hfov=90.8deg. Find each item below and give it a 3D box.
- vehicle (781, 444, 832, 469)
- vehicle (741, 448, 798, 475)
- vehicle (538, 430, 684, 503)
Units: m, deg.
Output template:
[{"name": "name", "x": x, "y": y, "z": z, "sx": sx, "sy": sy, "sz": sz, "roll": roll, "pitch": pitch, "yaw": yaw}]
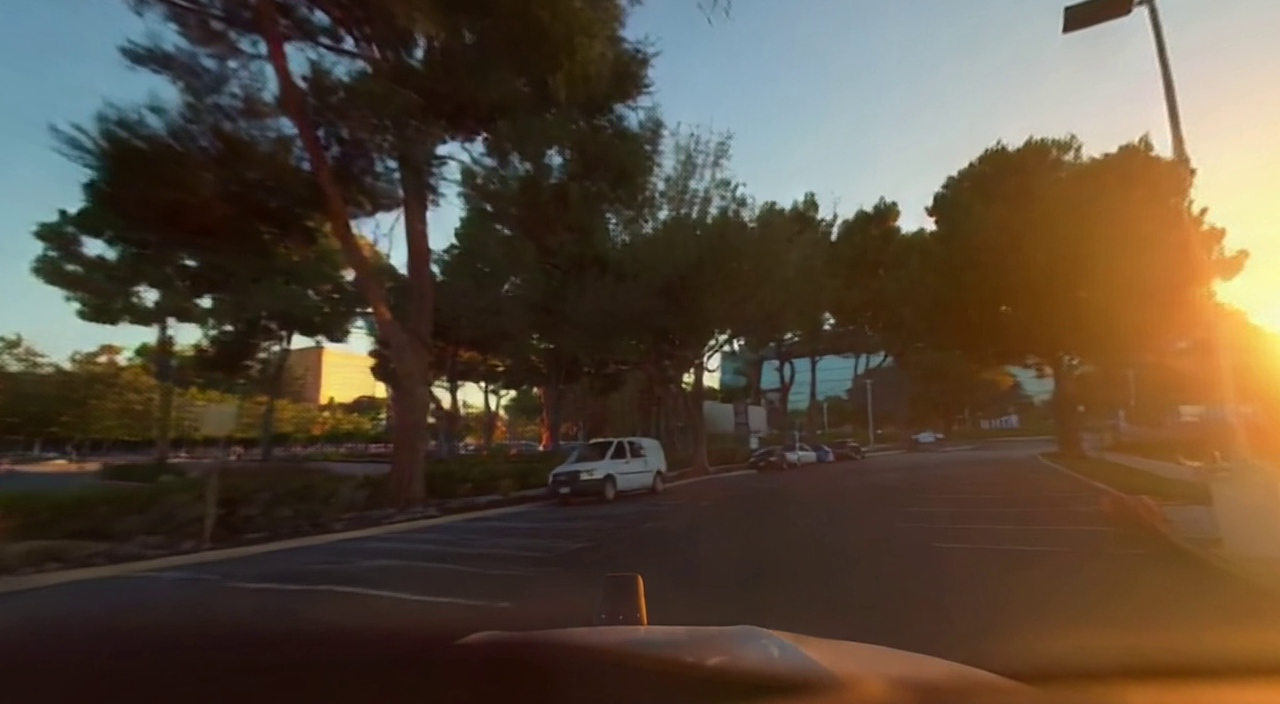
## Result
[{"name": "vehicle", "x": 10.926, "y": 6.777, "z": 41.250, "sx": 2.038, "sy": 1.525, "sz": 4.383, "roll": -5, "pitch": -10, "yaw": 31}, {"name": "vehicle", "x": 7.440, "y": 6.227, "z": 36.007, "sx": 1.938, "sy": 1.191, "sz": 3.630, "roll": -13, "pitch": -12, "yaw": 29}, {"name": "vehicle", "x": -0.809, "y": 3.919, "z": 22.139, "sx": 2.433, "sy": 2.193, "sz": 5.547, "roll": -5, "pitch": -10, "yaw": 30}]
